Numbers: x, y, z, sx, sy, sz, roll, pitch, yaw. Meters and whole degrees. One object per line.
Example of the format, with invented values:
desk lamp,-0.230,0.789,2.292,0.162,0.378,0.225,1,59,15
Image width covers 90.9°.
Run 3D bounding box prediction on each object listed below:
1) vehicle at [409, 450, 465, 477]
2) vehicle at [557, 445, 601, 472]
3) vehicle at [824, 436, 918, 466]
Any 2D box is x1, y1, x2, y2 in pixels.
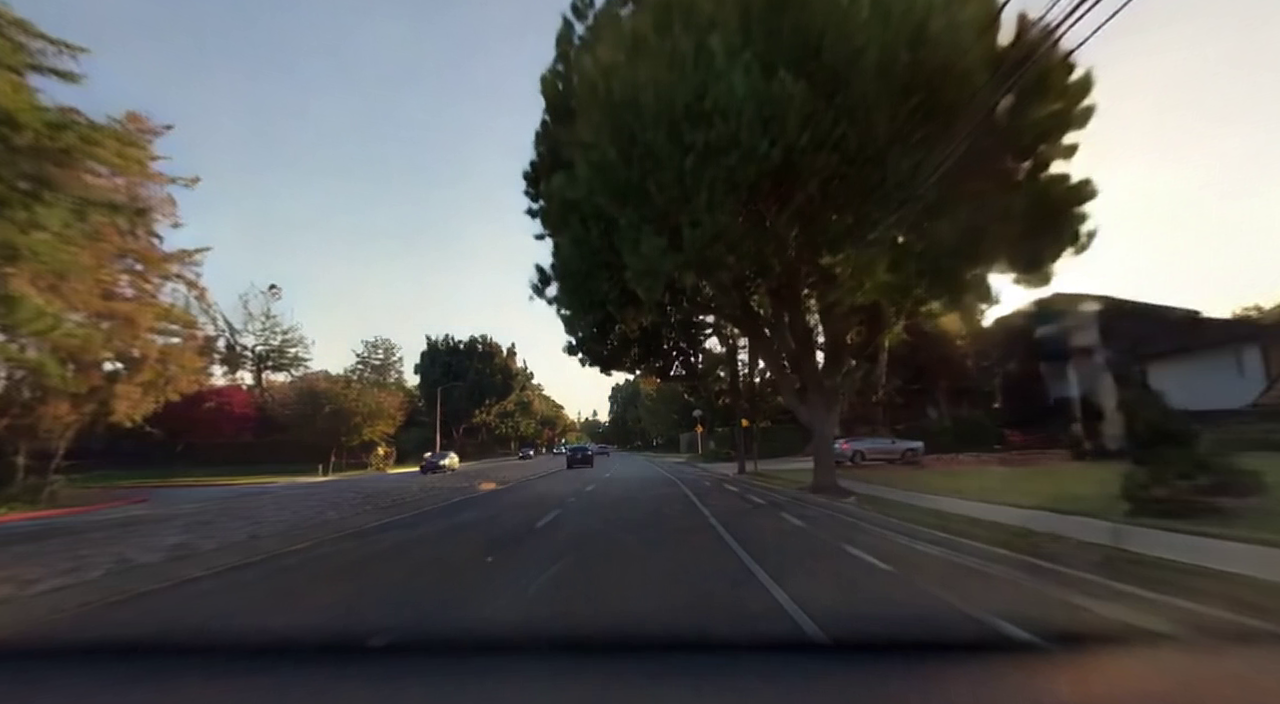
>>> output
vehicle,-12.252,6.742,38.283,1.970,1.496,4.512,0,-8,-1
vehicle,-3.487,6.168,36.695,2.084,1.466,4.522,0,-8,0
vehicle,14.193,6.080,38.835,4.904,1.735,2.270,1,-8,-10
